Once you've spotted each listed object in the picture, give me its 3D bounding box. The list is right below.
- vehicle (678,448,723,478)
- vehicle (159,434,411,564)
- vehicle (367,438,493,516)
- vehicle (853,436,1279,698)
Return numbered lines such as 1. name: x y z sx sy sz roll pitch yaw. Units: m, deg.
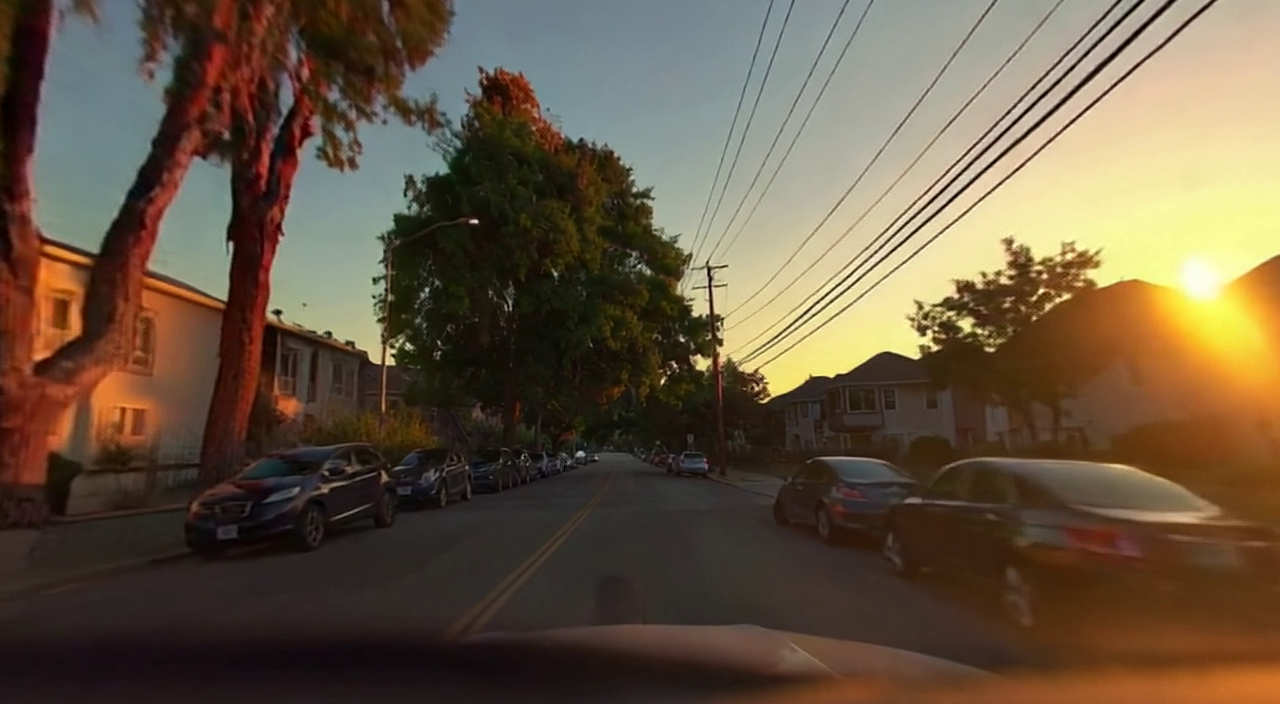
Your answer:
1. vehicle: 3.662 6.811 38.783 2.328 1.730 4.225 0 -9 0
2. vehicle: -6.294 2.574 12.012 2.056 1.876 4.824 -2 -8 -1
3. vehicle: -6.361 3.805 19.852 2.120 1.989 5.616 -3 -8 -1
4. vehicle: 3.803 1.614 6.029 1.868 1.494 4.652 0 -9 0
